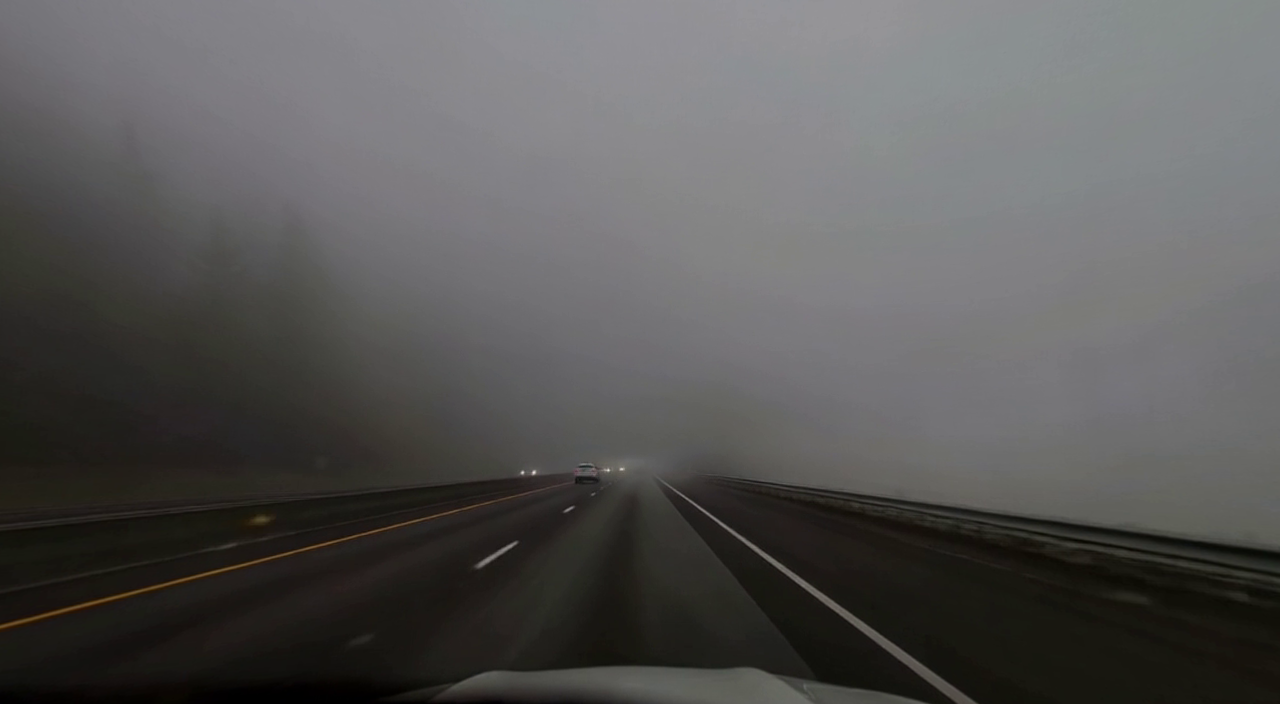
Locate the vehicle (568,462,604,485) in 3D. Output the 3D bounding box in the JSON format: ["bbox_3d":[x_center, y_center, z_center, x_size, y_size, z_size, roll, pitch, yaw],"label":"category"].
[{"bbox_3d":[-3.883,8.906,46.292,2.180,1.618,4.219,1,-10,1],"label":"vehicle"}]
